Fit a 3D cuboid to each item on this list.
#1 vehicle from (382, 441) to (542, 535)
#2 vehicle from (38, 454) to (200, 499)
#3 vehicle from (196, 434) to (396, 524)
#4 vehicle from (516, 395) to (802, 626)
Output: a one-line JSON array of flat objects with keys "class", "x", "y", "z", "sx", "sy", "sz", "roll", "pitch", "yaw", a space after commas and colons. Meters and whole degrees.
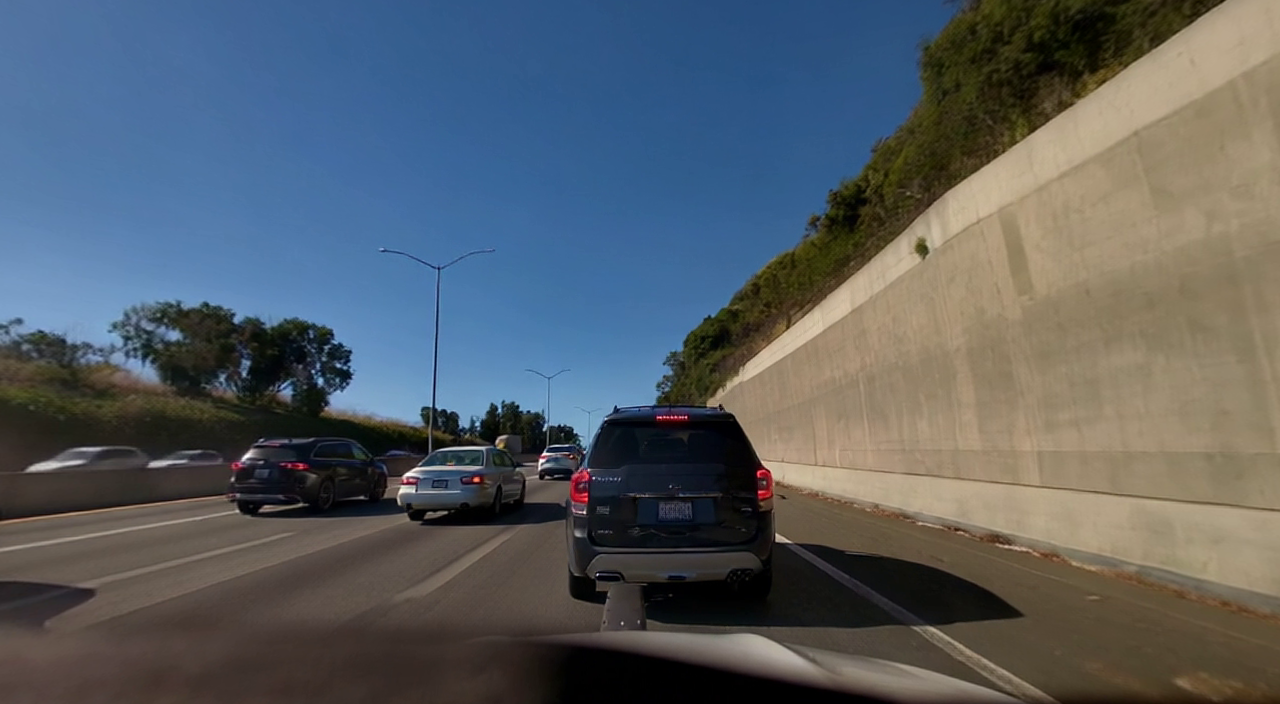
[{"class": "vehicle", "x": -3.235, "y": 2.542, "z": 12.382, "sx": 1.917, "sy": 1.506, "sz": 3.949, "roll": 0, "pitch": -9, "yaw": 1}, {"class": "vehicle", "x": -18.871, "y": 4.495, "z": 23.209, "sx": 2.152, "sy": 1.462, "sz": 4.416, "roll": 0, "pitch": -9, "yaw": 1}, {"class": "vehicle", "x": -7.497, "y": 2.800, "z": 14.448, "sx": 1.986, "sy": 1.700, "sz": 4.558, "roll": 0, "pitch": -9, "yaw": 0}, {"class": "vehicle", "x": 0.105, "y": 1.635, "z": 7.614, "sx": 2.210, "sy": 1.760, "sz": 5.303, "roll": 0, "pitch": -9, "yaw": -1}]
